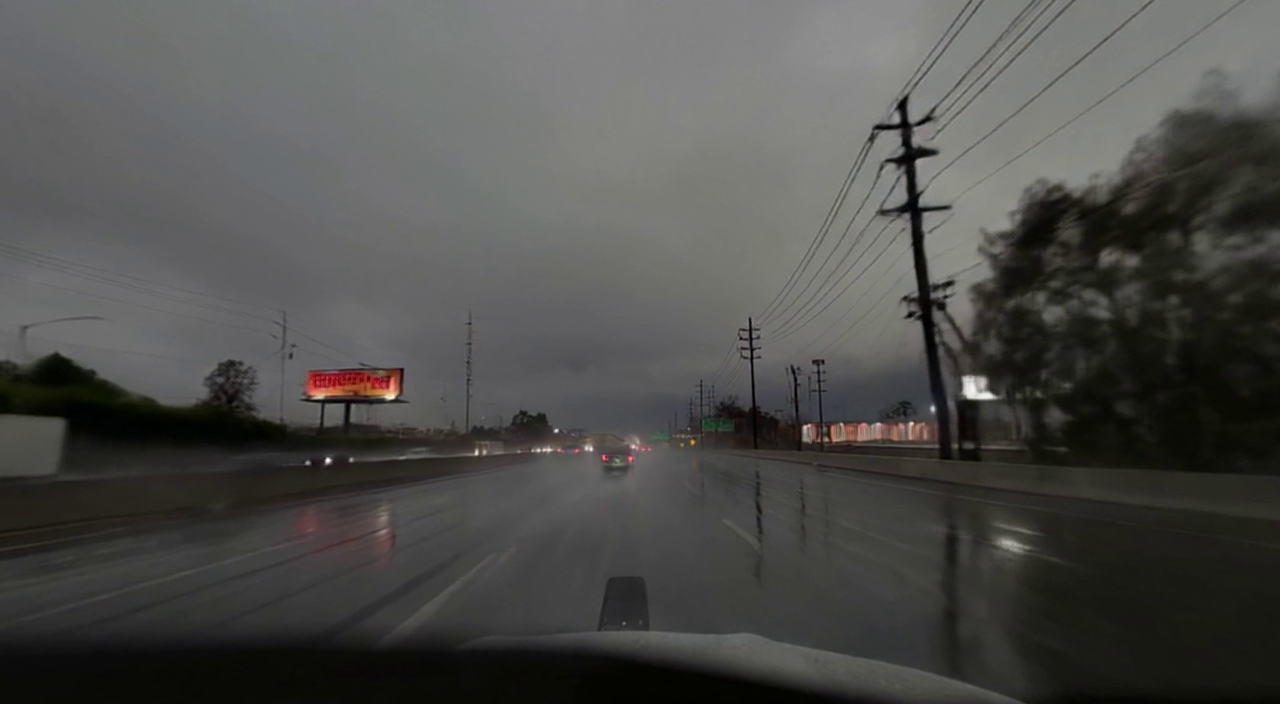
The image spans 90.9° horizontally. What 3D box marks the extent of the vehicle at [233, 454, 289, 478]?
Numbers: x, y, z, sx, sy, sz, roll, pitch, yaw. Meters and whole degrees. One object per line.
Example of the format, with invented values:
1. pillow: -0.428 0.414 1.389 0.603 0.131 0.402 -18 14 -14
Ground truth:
1. vehicle: -23.549 7.079 39.291 1.465 1.347 3.309 0 -8 0

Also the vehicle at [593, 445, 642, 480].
1. vehicle: -0.922 4.925 28.411 1.891 1.444 3.968 0 -8 2
